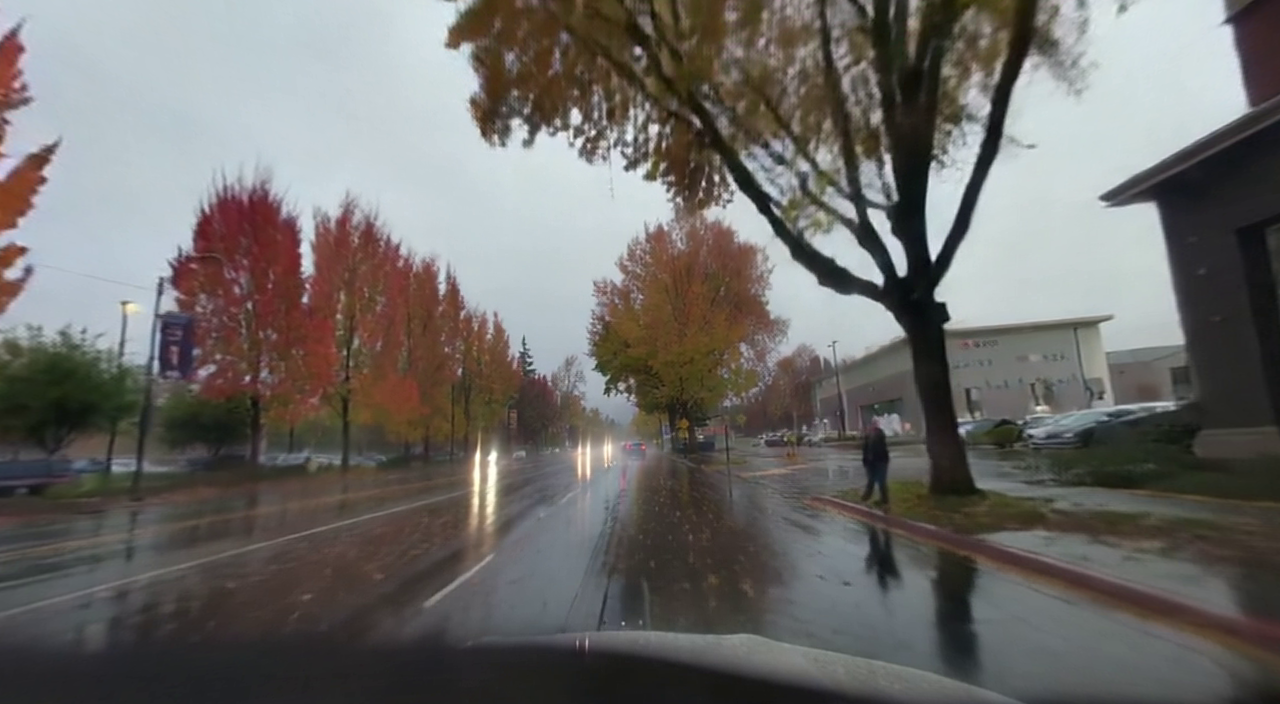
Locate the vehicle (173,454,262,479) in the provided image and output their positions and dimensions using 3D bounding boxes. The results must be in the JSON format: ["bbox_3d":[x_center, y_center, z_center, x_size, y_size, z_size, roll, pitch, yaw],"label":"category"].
[{"bbox_3d":[-28.553,7.756,42.529,4.552,1.576,2.005,0,-9,2],"label":"vehicle"}]

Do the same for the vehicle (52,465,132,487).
[{"bbox_3d":[-40.975,9.265,46.983,4.138,1.508,1.822,0,-9,-2],"label":"vehicle"}]

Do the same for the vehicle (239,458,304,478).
[{"bbox_3d":[-28.148,8.873,47.997,3.844,1.448,1.746,0,-9,1],"label":"vehicle"}]
